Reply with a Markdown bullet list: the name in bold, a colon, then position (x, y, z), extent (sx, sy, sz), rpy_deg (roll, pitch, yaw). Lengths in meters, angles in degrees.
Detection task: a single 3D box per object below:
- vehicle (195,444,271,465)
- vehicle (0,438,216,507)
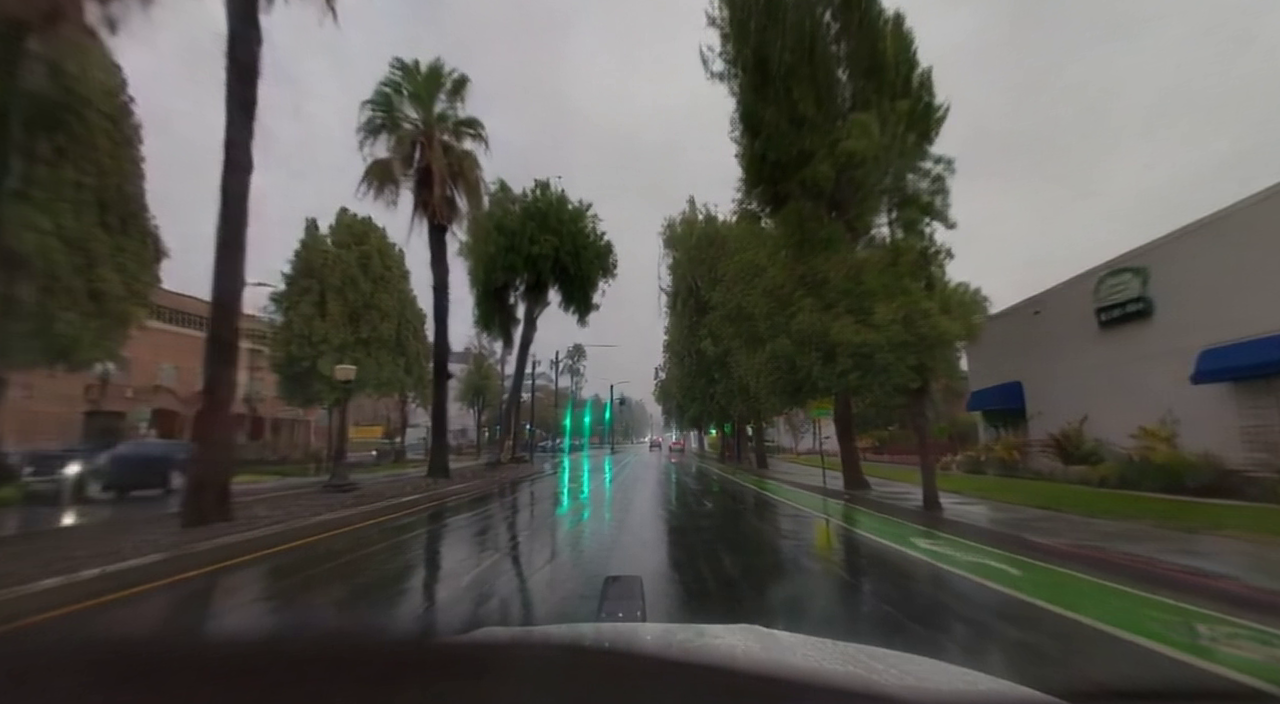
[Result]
- **vehicle**: position (-29.452, 7.408, 45.723), extent (4.479, 1.465, 1.772), rpy_deg (-1, -8, 8)
- **vehicle**: position (-17.257, 3.868, 20.931), extent (2.211, 1.924, 5.789), rpy_deg (-1, -9, 2)
